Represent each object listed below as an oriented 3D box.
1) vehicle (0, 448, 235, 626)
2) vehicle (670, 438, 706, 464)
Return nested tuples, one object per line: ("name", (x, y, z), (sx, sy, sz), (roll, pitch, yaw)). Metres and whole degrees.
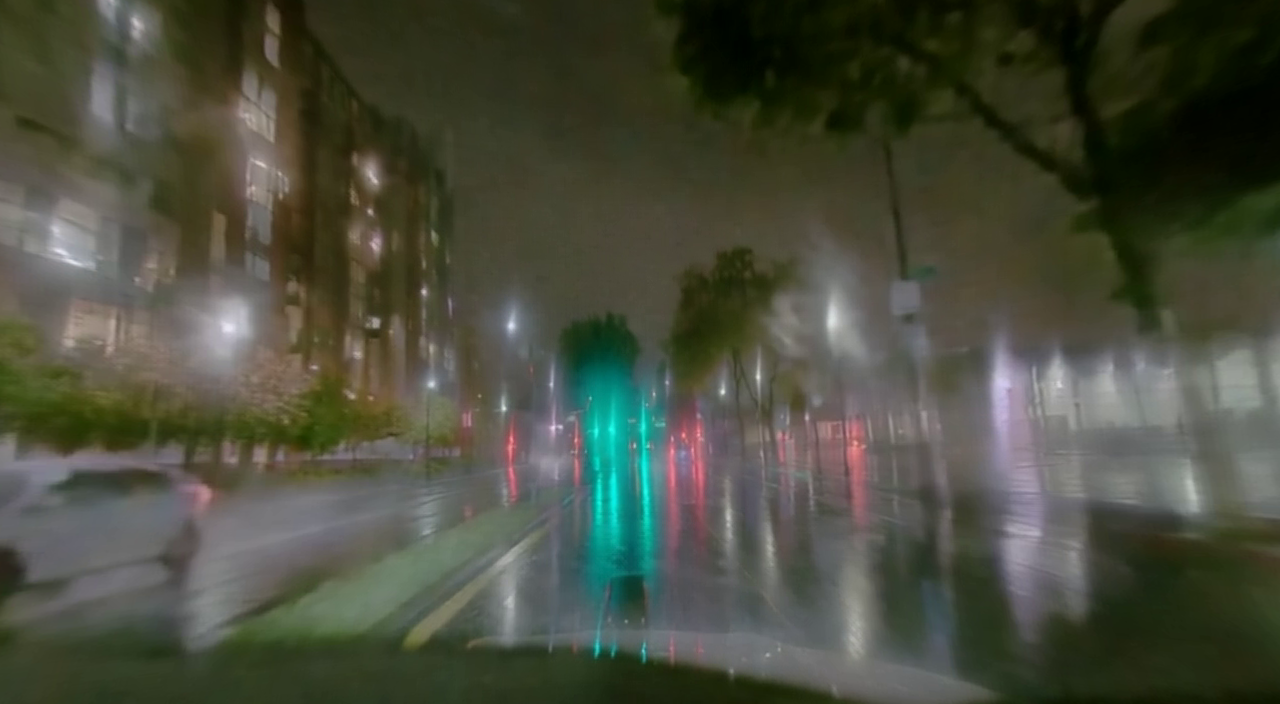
("vehicle", (-7.305, 2.007, 7.370), (2.031, 1.723, 4.566), (0, -9, 1))
("vehicle", (3.236, 6.742, 43.031), (2.129, 1.719, 4.205), (0, -8, 0))
